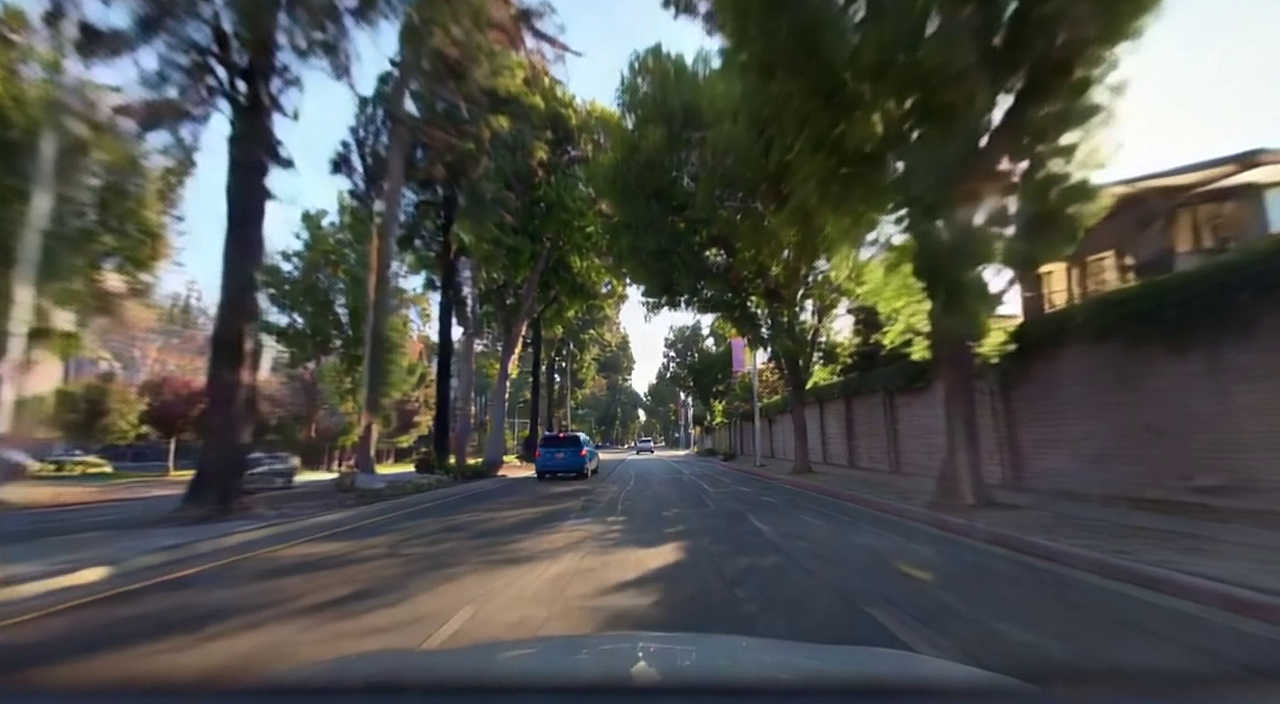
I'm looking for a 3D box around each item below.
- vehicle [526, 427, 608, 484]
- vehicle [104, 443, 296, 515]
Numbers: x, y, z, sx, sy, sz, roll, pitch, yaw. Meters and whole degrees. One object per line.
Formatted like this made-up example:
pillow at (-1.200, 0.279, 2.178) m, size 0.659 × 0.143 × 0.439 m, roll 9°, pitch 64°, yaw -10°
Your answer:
vehicle at (-2.506, 3.746, 22.967) m, size 2.281 × 1.837 × 4.845 m, roll 0°, pitch -8°, yaw 2°
vehicle at (-10.959, 3.141, 16.093) m, size 1.876 × 1.590 × 4.060 m, roll 0°, pitch -8°, yaw 1°
